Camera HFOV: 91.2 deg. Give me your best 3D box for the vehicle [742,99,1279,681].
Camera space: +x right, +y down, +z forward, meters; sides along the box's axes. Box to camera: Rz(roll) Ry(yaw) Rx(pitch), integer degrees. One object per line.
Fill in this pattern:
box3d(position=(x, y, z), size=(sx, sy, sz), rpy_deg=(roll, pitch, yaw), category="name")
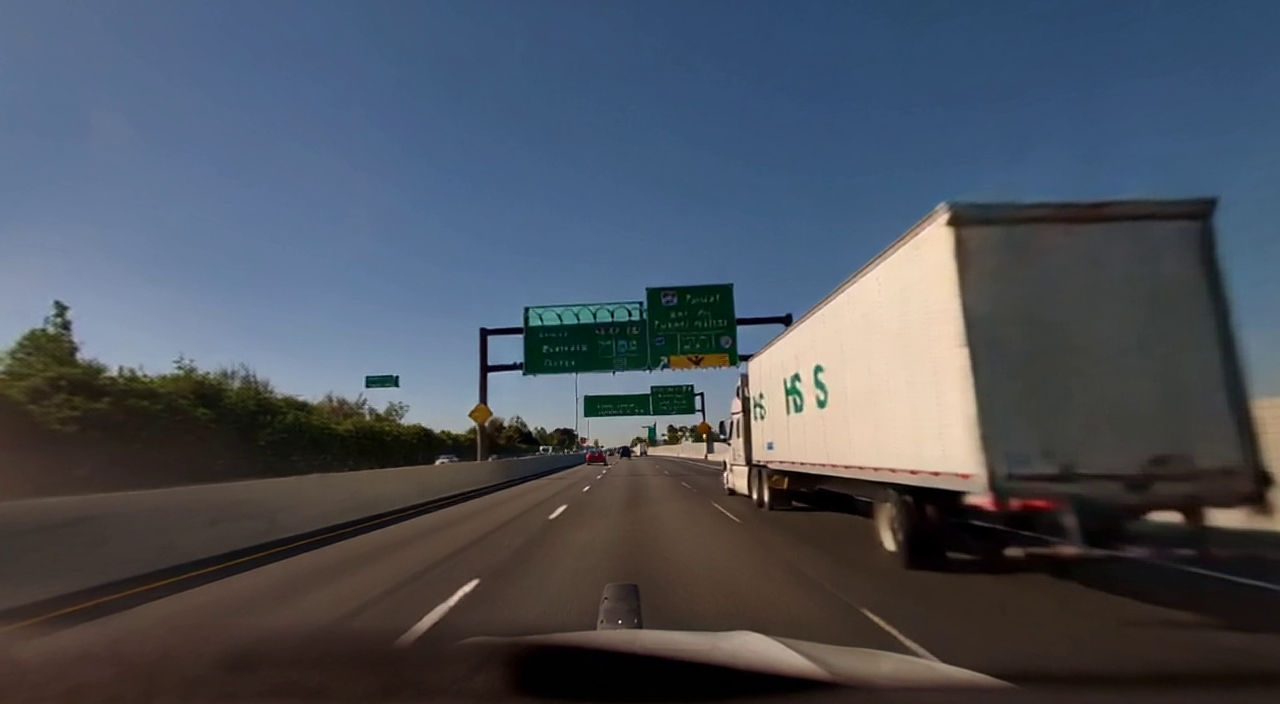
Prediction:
box3d(position=(4.065, 1.034, 9.767), size=(2.823, 3.509, 12.118), rpy_deg=(0, -9, 0), category="vehicle")
